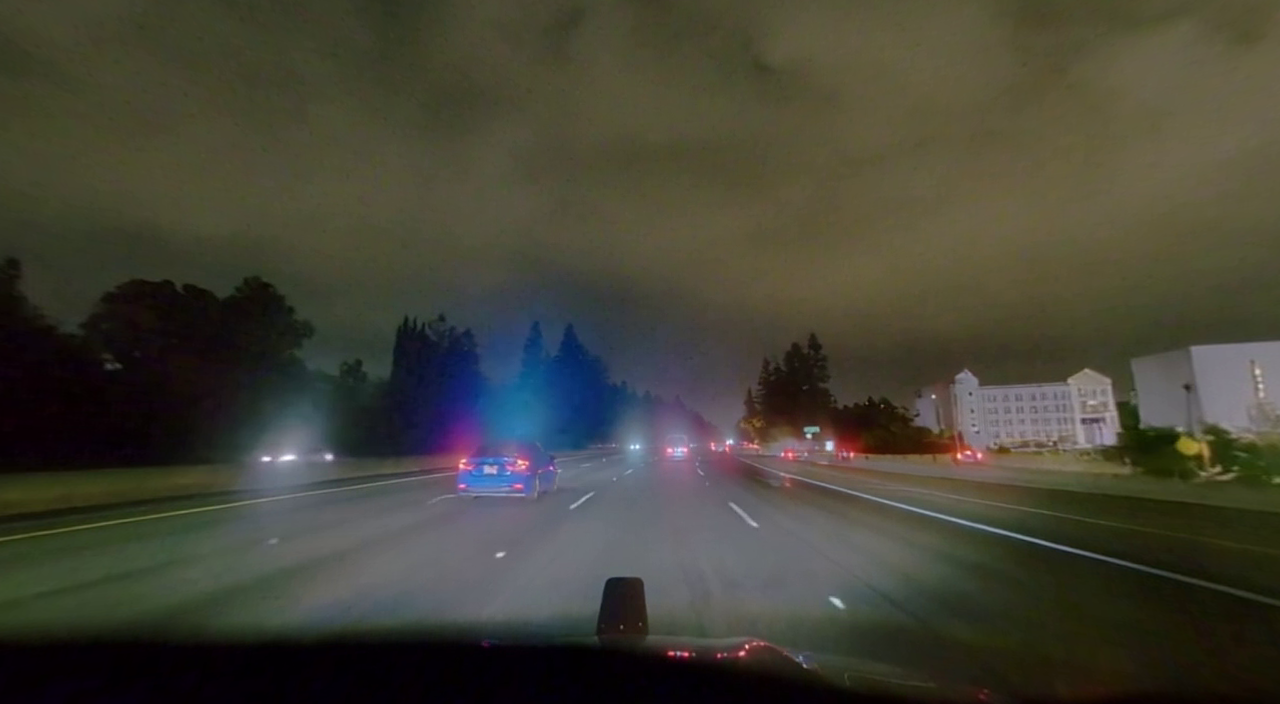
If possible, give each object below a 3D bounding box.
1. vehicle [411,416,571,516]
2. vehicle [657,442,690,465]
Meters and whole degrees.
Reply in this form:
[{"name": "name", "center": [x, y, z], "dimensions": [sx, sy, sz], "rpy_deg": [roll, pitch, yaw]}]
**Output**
[{"name": "vehicle", "center": [-3.025, 2.469, 14.097], "dimensions": [2.185, 1.823, 4.854], "rpy_deg": [0, -9, 2]}, {"name": "vehicle", "center": [2.356, 6.983, 43.418], "dimensions": [2.158, 1.458, 3.656], "rpy_deg": [-1, -9, 4]}]
